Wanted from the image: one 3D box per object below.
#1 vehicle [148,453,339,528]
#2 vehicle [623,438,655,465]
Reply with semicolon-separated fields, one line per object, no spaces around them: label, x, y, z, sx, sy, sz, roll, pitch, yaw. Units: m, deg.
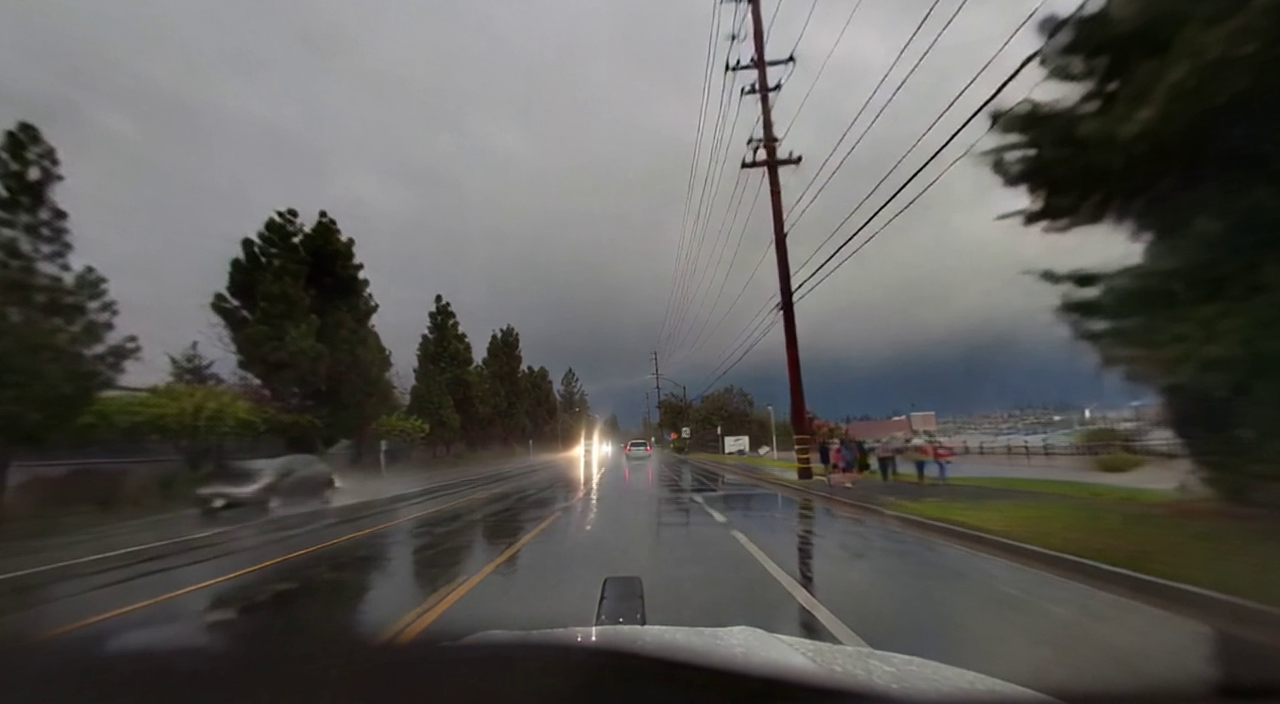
vehicle;-9.265;3.230;15.296;1.867;1.456;4.251;-1;-8;0
vehicle;-0.077;7.039;44.756;2.163;1.746;4.073;0;-8;0
